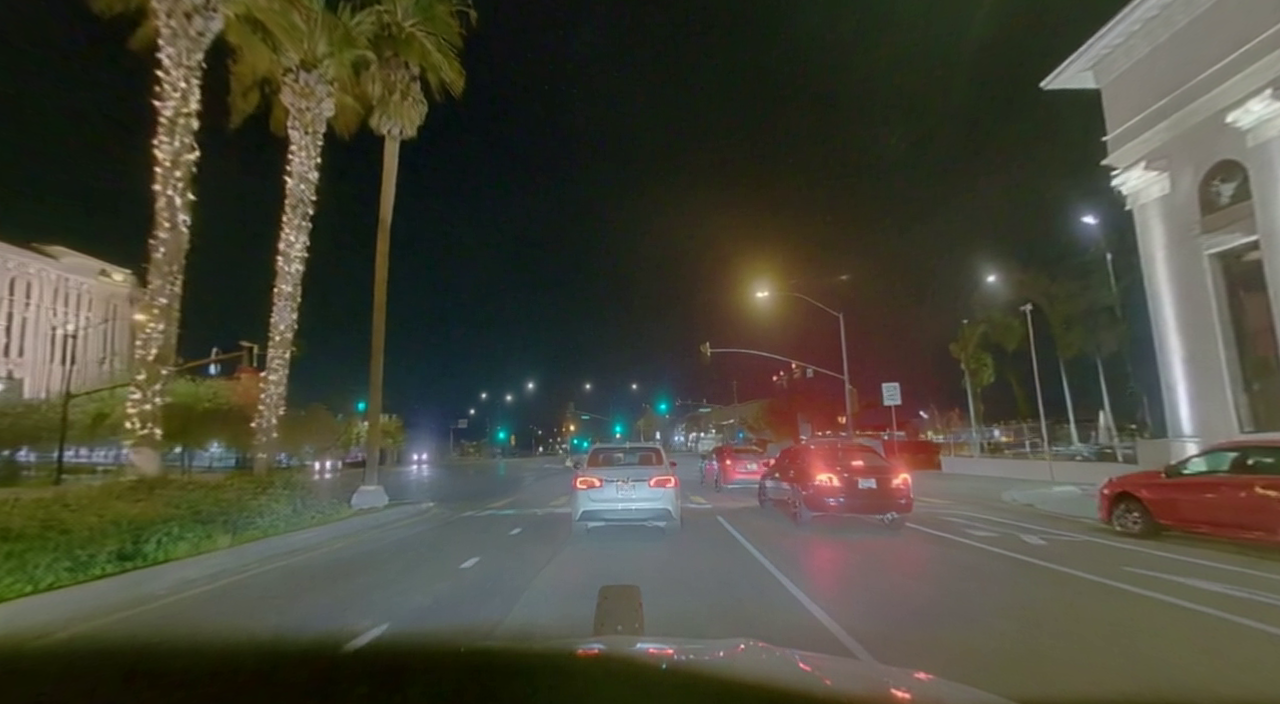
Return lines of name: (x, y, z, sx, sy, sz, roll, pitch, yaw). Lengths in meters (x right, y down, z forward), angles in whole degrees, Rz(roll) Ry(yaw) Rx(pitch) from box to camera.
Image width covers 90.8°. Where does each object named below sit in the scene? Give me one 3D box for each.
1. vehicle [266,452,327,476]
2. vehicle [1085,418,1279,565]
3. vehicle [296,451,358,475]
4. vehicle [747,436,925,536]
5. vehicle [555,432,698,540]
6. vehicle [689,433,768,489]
vehicle: (-24.187, 7.867, 44.656, 1.857, 1.532, 4.386, 0, -9, 0)
vehicle: (7.905, 1.642, 7.734, 1.875, 1.588, 4.072, 0, -8, -1)
vehicle: (-20.958, 7.439, 42.550, 1.871, 1.467, 4.424, 0, -9, 0)
vehicle: (3.306, 2.332, 11.629, 1.833, 1.465, 4.258, 0, -9, -1)
vehicle: (-0.201, 2.207, 10.998, 2.050, 1.521, 3.747, 0, -9, 0)
vehicle: (3.251, 4.229, 25.096, 2.127, 1.854, 7.971, 0, -8, 1)
